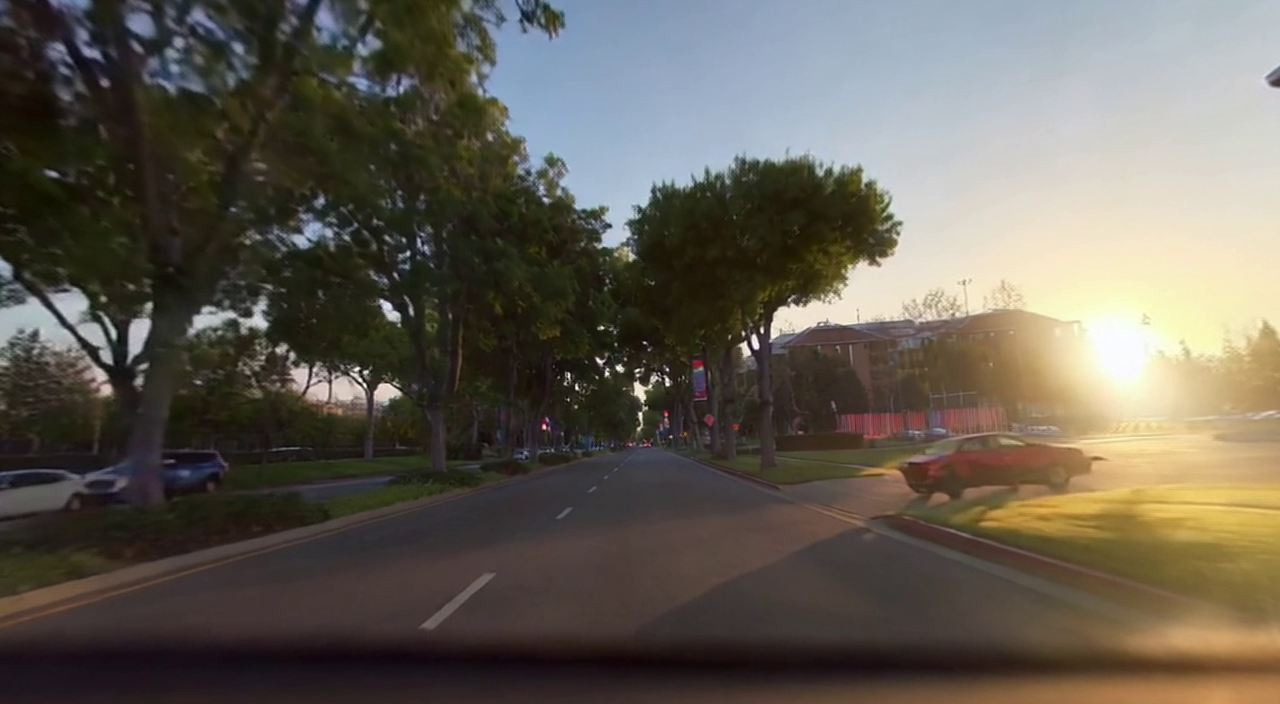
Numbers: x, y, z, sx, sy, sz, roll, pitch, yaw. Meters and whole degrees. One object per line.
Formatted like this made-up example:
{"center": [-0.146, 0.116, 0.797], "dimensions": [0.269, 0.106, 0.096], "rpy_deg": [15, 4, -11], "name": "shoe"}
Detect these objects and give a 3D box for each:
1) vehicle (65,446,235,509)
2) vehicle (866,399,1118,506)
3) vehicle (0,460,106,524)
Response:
{"center": [-17.307, 4.398, 22.596], "dimensions": [2.301, 1.821, 4.731], "rpy_deg": [-4, -8, 1], "name": "vehicle"}
{"center": [8.521, 2.473, 15.616], "dimensions": [4.716, 1.672, 2.330], "rpy_deg": [-10, -8, -2], "name": "vehicle"}
{"center": [-17.448, 3.769, 16.911], "dimensions": [1.873, 1.544, 4.794], "rpy_deg": [0, -8, 1], "name": "vehicle"}
